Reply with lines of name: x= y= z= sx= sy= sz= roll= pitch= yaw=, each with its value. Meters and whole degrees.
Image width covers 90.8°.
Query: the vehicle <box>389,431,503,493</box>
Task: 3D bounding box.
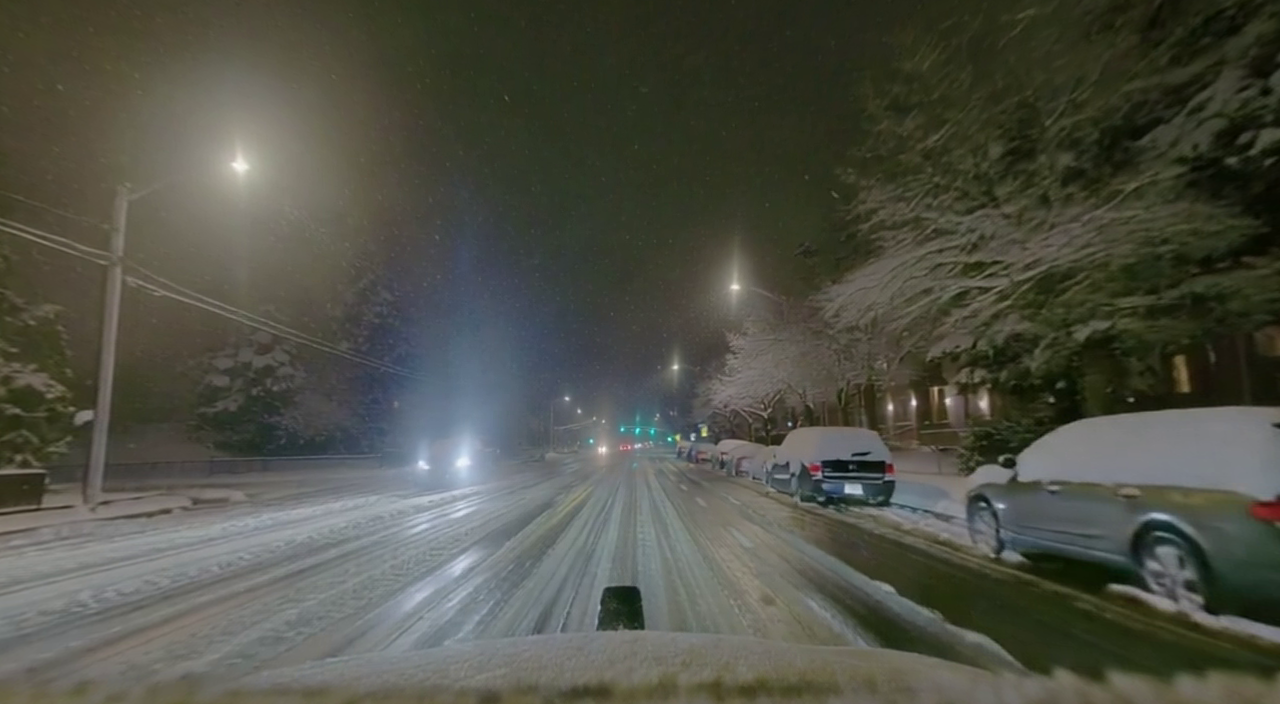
vehicle: x=-6.687 y=3.877 z=22.681 sx=2.105 sy=1.919 sz=6.049 roll=0 pitch=-8 yaw=0

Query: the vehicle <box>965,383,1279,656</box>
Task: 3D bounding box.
vehicle: x=5.143 y=1.295 z=5.487 sx=2.039 sy=1.752 sz=4.686 roll=0 pitch=-9 yaw=-1

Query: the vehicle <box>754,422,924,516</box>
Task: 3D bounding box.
vehicle: x=4.130 y=2.511 z=14.047 sx=2.272 sy=1.744 sz=4.324 roll=0 pitch=-9 yaw=-1
